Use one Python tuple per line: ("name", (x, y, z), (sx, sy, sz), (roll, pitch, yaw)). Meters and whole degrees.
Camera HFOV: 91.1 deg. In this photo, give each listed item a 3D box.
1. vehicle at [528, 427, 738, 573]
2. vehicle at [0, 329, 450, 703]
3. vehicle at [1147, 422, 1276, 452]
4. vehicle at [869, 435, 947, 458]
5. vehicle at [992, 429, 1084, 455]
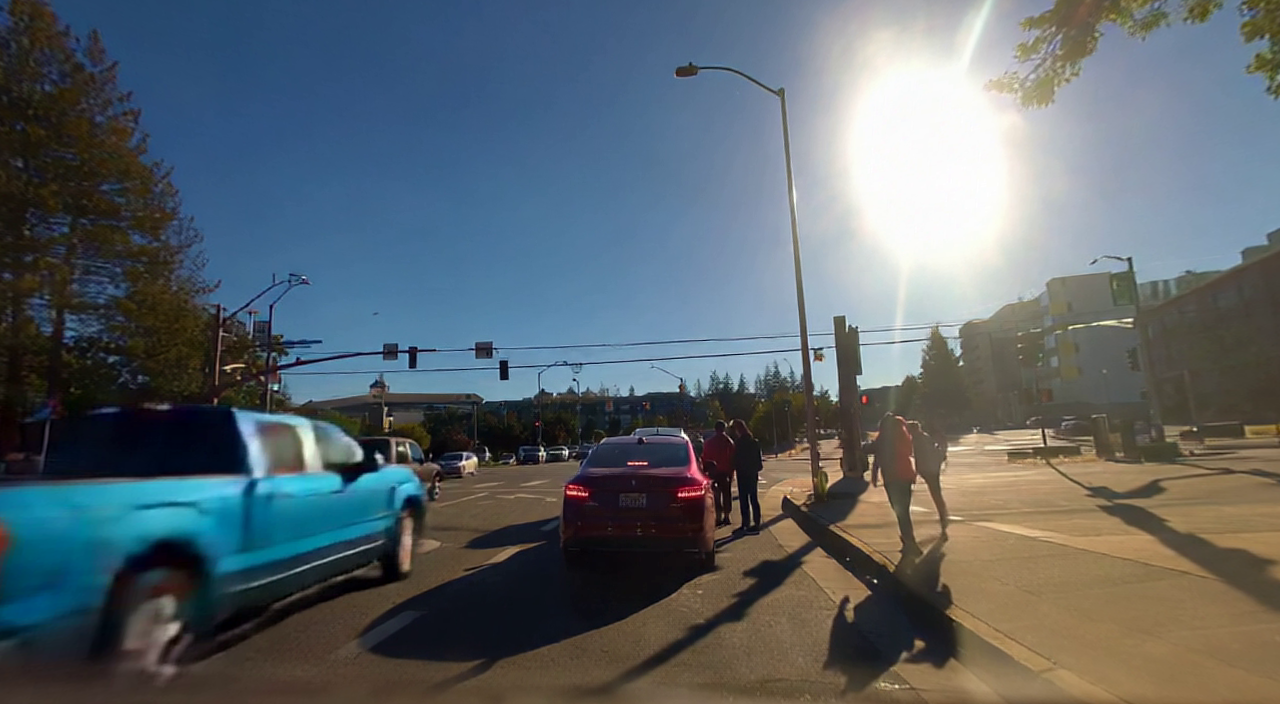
("vehicle", (-0.055, 1.863, 8.681), (2.182, 1.501, 4.150), (0, -9, 1))
("vehicle", (-3.492, 1.183, 4.815), (2.273, 1.788, 5.258), (0, -9, 2))
("vehicle", (30.545, 4.601, 33.789), (4.739, 1.472, 1.804), (-5, -10, 29))
("vehicle", (17.544, 6.201, 41.114), (4.441, 1.452, 1.798), (-5, -10, 30))
("vehicle", (23.818, 5.436, 37.746), (4.454, 1.440, 1.816), (-5, -10, 30))
